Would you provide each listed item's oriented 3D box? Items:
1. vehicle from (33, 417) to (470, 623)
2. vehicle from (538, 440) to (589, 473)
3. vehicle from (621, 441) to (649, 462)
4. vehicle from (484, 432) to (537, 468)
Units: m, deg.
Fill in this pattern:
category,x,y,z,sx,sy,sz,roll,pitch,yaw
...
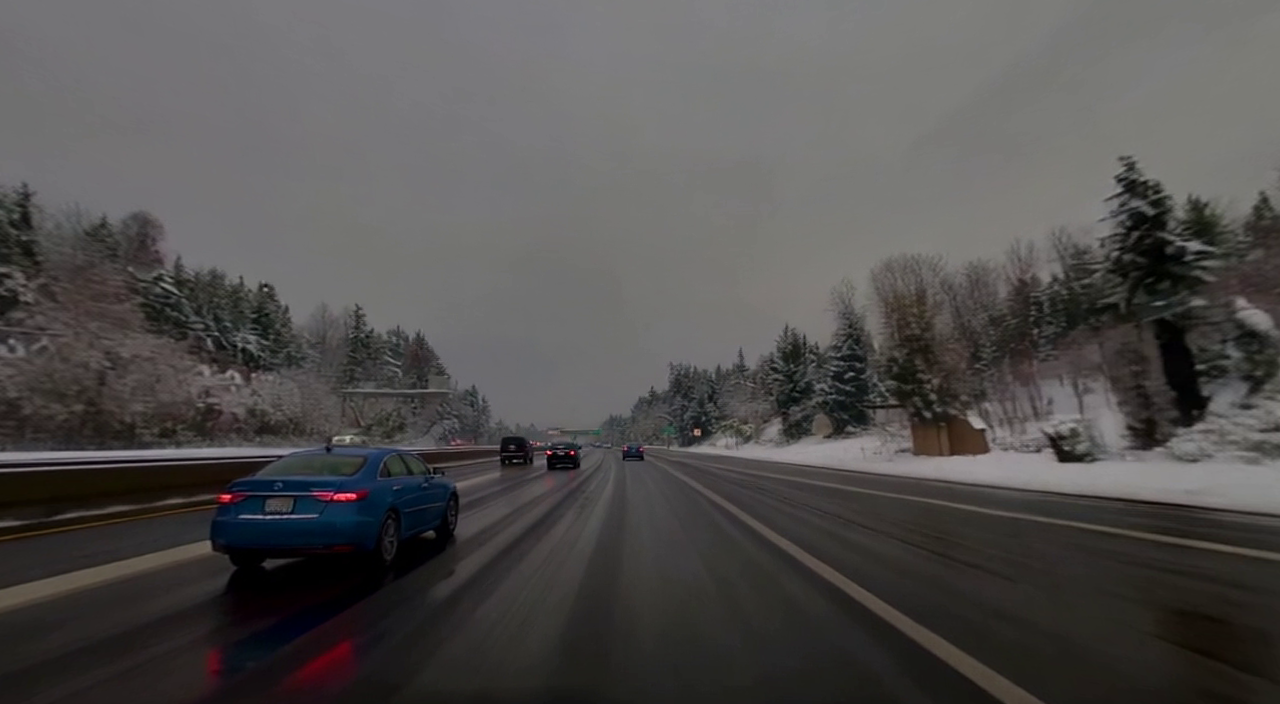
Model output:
category,x,y,z,sx,sy,sz,roll,pitch,yaw
vehicle,-3.474,1.573,6.952,2.025,1.506,4.429,0,-8,-1
vehicle,-3.732,5.174,31.606,2.068,1.501,4.395,0,-8,-1
vehicle,-0.426,7.716,49.059,2.018,1.508,4.087,0,-8,-2
vehicle,-7.733,5.905,38.288,2.171,1.982,5.246,0,-8,-1
